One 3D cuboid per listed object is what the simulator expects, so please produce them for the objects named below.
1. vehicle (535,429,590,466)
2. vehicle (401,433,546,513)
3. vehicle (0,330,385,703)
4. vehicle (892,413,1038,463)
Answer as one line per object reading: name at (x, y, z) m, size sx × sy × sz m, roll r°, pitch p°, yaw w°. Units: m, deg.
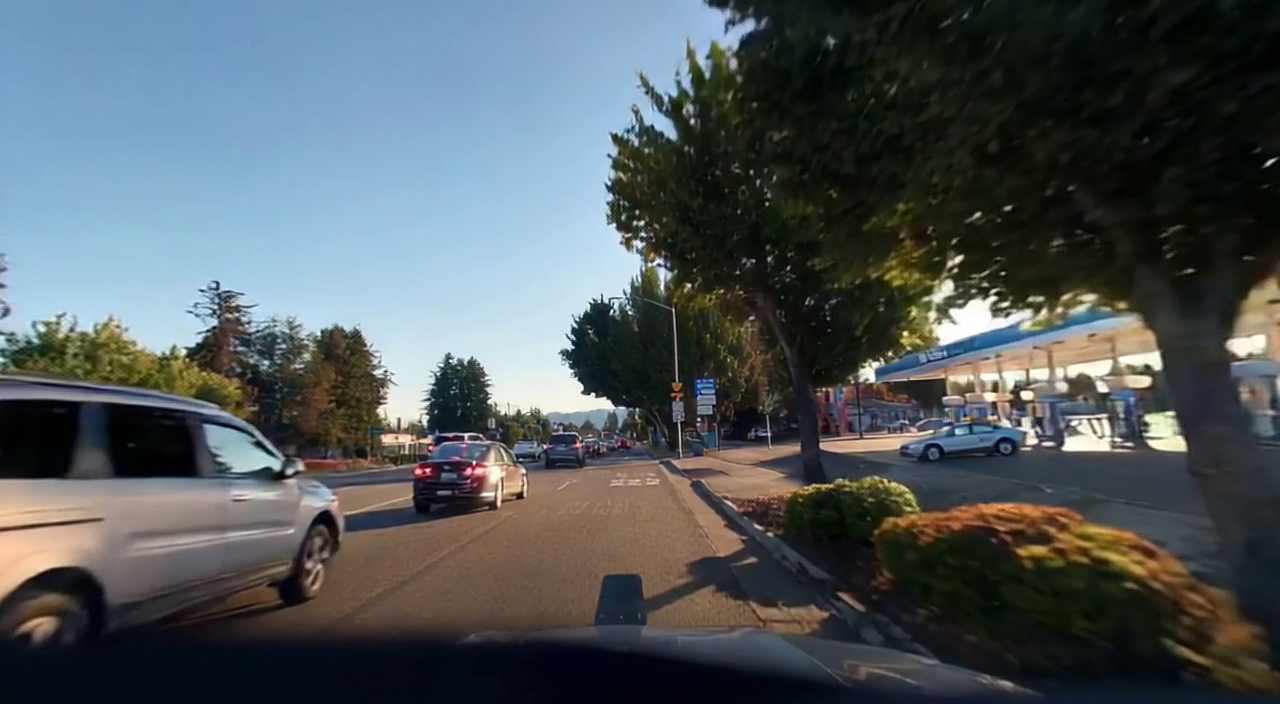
vehicle at (-4.002, 5.038, 33.347) m, size 2.306 × 1.815 × 4.476 m, roll 0°, pitch -8°, yaw 1°
vehicle at (-3.434, 2.556, 13.898) m, size 1.888 × 1.452 × 4.303 m, roll -1°, pitch -8°, yaw 2°
vehicle at (-4.027, 1.100, 4.732) m, size 2.071 × 1.896 × 4.782 m, roll -1°, pitch -8°, yaw 2°
vehicle at (12.174, 3.244, 23.827) m, size 4.385 × 1.439 × 1.912 m, roll -5°, pitch -7°, yaw 4°
